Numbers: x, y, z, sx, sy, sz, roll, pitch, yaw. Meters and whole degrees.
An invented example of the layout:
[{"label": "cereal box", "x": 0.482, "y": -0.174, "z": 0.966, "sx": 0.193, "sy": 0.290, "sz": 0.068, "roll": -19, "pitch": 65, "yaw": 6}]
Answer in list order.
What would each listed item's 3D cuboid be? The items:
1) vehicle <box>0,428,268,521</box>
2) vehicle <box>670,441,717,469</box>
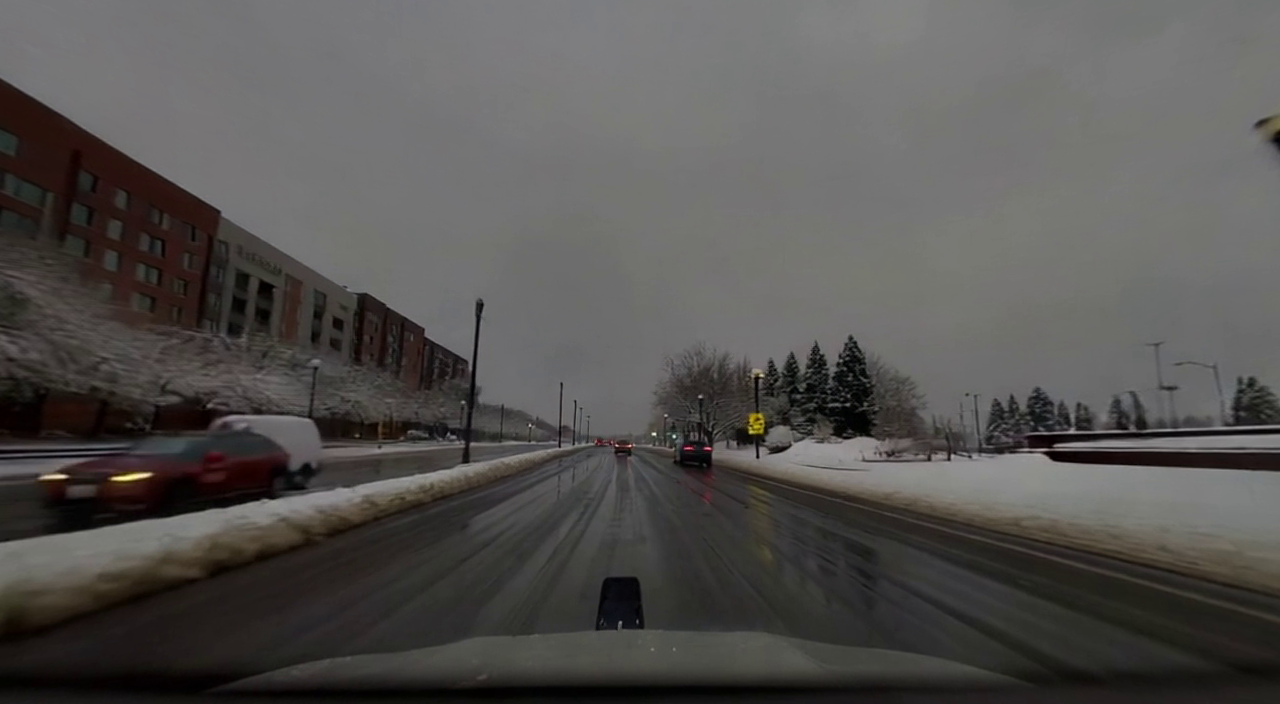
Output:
[{"label": "vehicle", "x": -9.665, "y": 2.336, "z": 12.581, "sx": 1.874, "sy": 1.520, "sz": 4.215, "roll": 0, "pitch": -8, "yaw": 1}, {"label": "vehicle", "x": 2.950, "y": 5.795, "z": 35.734, "sx": 2.090, "sy": 1.506, "sz": 4.382, "roll": 0, "pitch": -8, "yaw": -2}]
